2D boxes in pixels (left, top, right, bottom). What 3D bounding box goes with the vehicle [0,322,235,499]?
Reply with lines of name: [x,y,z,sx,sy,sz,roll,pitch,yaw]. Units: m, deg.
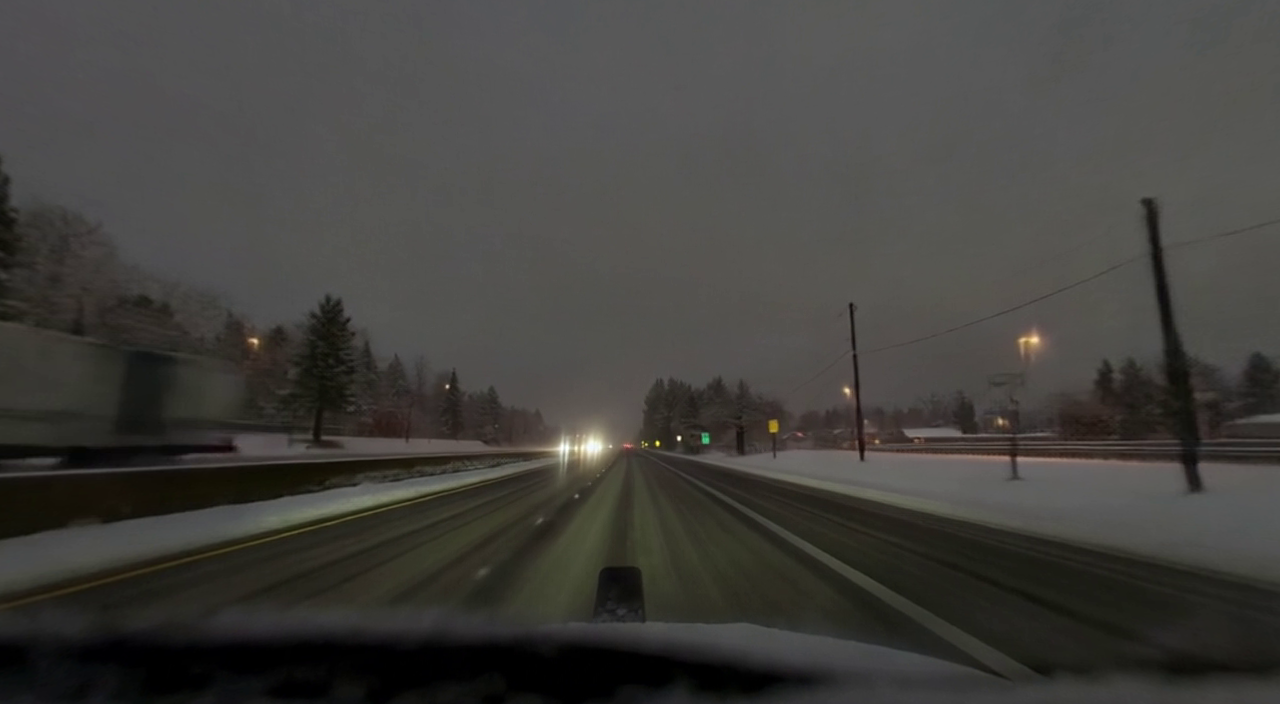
vehicle: [-16.397,1.559,15.883,2.944,4.077,14.655,0,-9,-1]
